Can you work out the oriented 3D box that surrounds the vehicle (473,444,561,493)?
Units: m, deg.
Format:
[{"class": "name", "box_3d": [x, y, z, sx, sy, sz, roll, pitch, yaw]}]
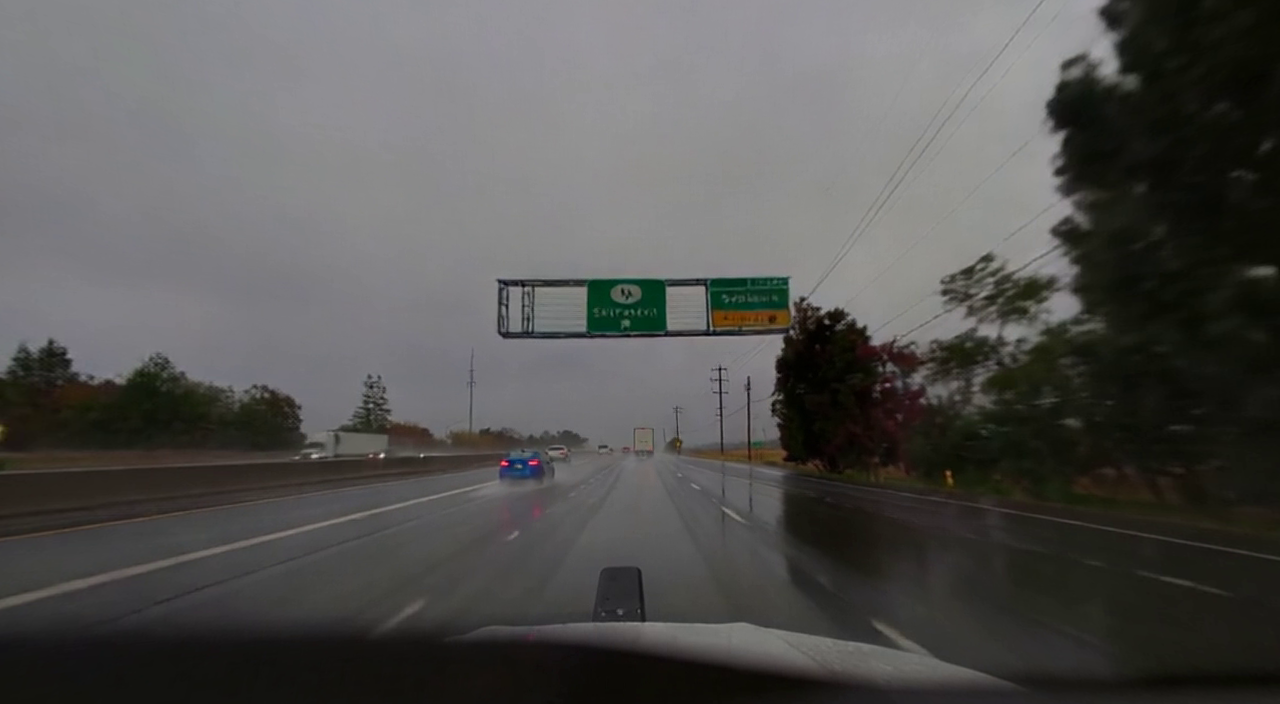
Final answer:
[{"class": "vehicle", "box_3d": [-4.154, 4.013, 22.041, 2.104, 1.501, 4.459, 0, -9, 1]}]
